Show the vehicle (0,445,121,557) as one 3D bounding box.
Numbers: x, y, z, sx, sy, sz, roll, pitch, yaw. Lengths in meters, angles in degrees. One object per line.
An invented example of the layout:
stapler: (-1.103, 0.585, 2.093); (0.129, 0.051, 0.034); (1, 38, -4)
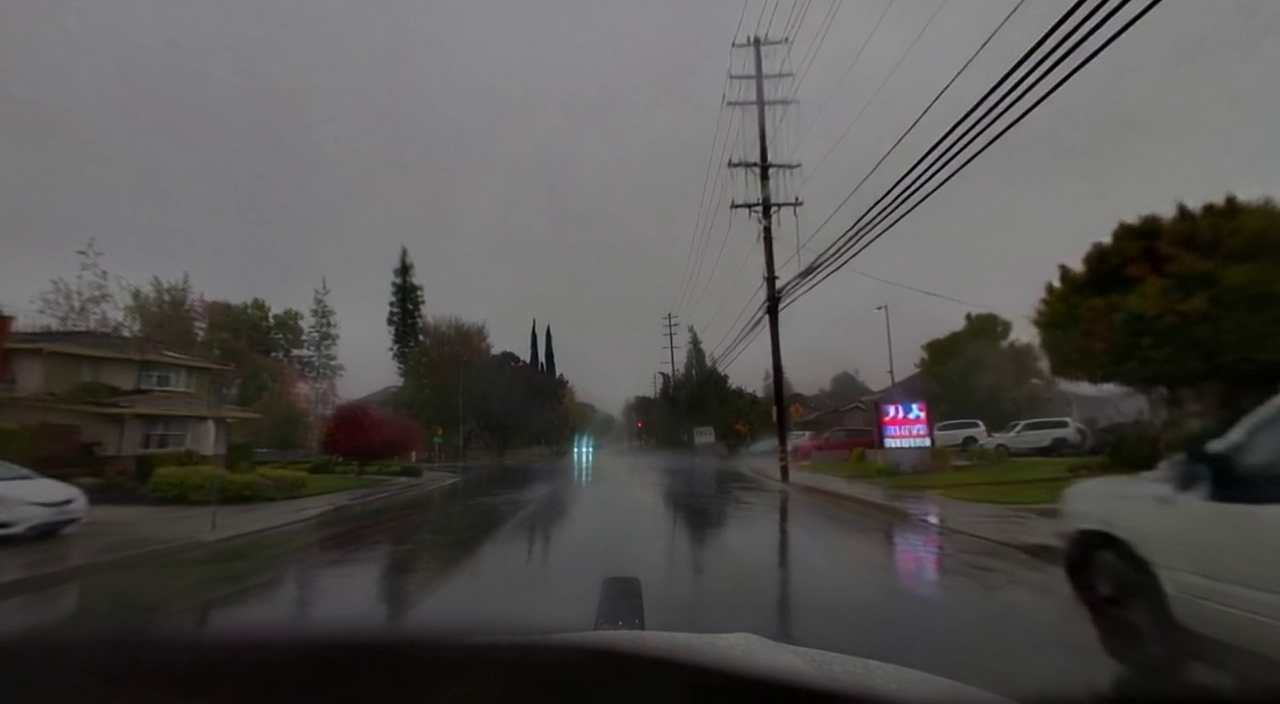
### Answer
vehicle: (-11.092, 2.148, 9.378); (4.813, 1.503, 1.923); (1, -8, -5)

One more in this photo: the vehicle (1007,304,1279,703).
vehicle: (4.005, 0.665, 2.269); (2.205, 1.923, 5.178); (0, -8, 0)

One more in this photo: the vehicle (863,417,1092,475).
vehicle: (10.624, 3.020, 20.240); (6.000, 1.740, 2.356); (0, -8, -1)
